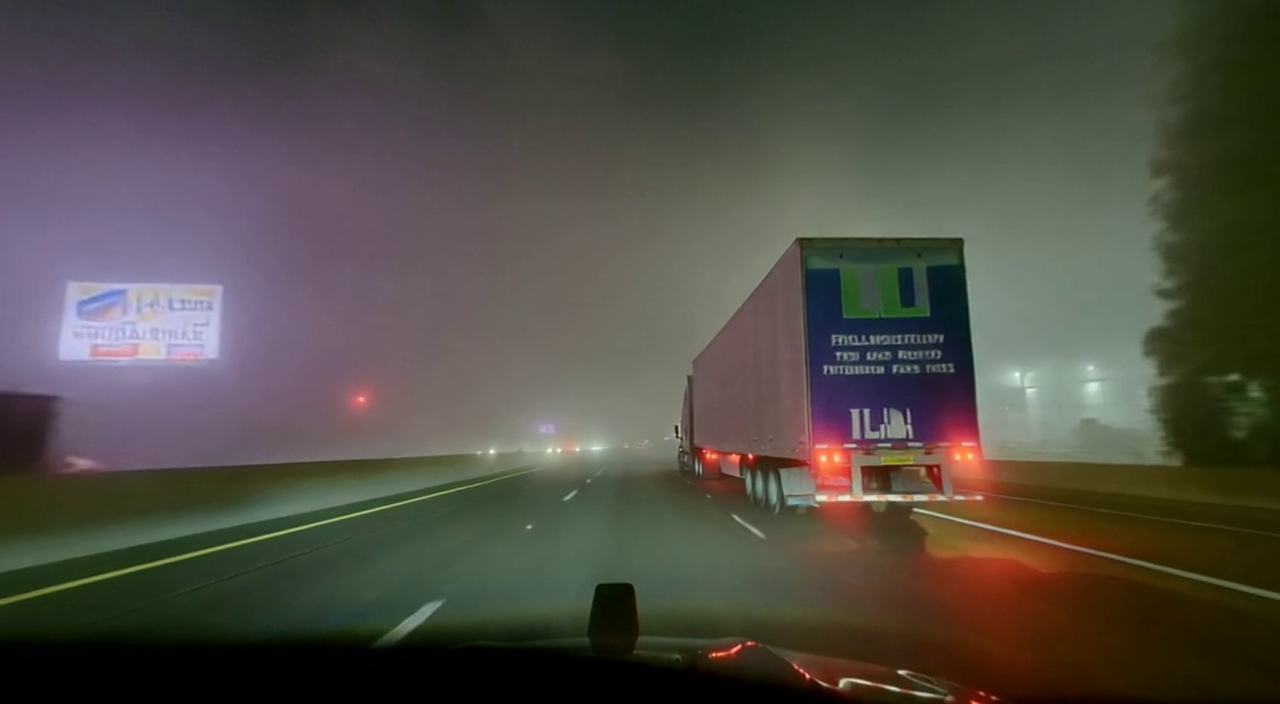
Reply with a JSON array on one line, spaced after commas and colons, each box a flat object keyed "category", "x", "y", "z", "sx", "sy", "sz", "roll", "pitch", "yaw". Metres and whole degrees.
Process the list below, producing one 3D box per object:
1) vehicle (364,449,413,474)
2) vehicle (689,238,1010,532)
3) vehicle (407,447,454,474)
[{"category": "vehicle", "x": -14.852, "y": 6.460, "z": 37.499, "sx": 1.559, "sy": 1.345, "sz": 3.270, "roll": 0, "pitch": -9, "yaw": 0}, {"category": "vehicle", "x": 3.706, "y": 1.691, "z": 17.893, "sx": 2.891, "sy": 4.387, "sz": 17.121, "roll": 0, "pitch": -9, "yaw": -1}, {"category": "vehicle", "x": -11.085, "y": 5.728, "z": 33.570, "sx": 1.423, "sy": 1.311, "sz": 3.159, "roll": 0, "pitch": -9, "yaw": 0}]
